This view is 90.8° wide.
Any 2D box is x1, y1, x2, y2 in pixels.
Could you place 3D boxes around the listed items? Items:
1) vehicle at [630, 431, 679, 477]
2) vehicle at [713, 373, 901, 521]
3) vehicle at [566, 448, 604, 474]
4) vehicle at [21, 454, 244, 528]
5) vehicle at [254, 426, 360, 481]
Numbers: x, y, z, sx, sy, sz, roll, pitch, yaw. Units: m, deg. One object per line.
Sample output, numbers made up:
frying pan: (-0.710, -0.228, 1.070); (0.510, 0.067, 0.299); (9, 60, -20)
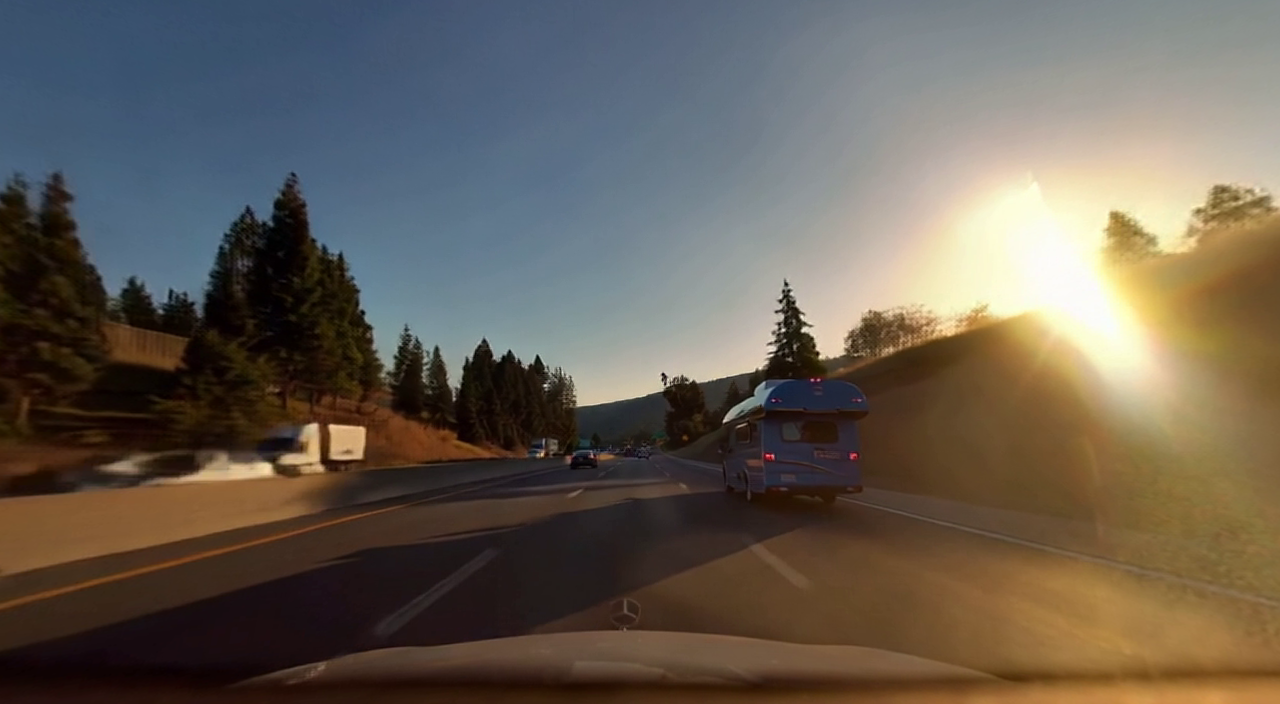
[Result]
vehicle: (0.732, 5.607, 34.761); (2.524, 2.310, 4.986); (0, -9, 0)
vehicle: (3.732, 2.433, 16.191); (2.607, 2.910, 7.252); (0, -9, -2)
vehicle: (-3.444, 6.899, 40.160); (1.959, 1.502, 4.559); (0, -9, 1)
vehicle: (-11.339, 3.088, 14.547); (1.794, 1.424, 3.959); (0, -9, 1)
vehicle: (-18.894, 5.815, 36.273); (2.605, 2.905, 6.055); (0, -9, 1)
